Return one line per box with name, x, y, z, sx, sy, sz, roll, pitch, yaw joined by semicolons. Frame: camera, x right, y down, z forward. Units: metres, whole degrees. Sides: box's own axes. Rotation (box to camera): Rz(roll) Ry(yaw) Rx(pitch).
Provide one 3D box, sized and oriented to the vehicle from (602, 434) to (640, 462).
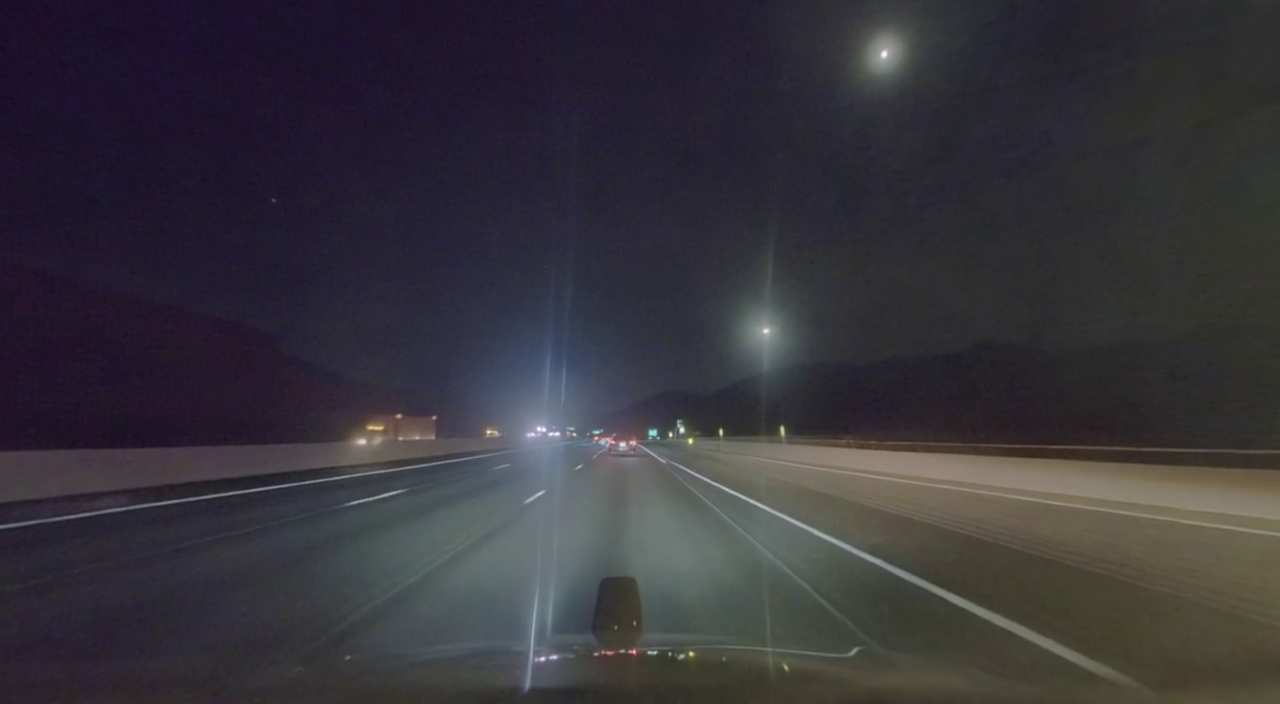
vehicle;-1.048;5.266;34.712;1.948;1.470;3.913;0;-8;-2
